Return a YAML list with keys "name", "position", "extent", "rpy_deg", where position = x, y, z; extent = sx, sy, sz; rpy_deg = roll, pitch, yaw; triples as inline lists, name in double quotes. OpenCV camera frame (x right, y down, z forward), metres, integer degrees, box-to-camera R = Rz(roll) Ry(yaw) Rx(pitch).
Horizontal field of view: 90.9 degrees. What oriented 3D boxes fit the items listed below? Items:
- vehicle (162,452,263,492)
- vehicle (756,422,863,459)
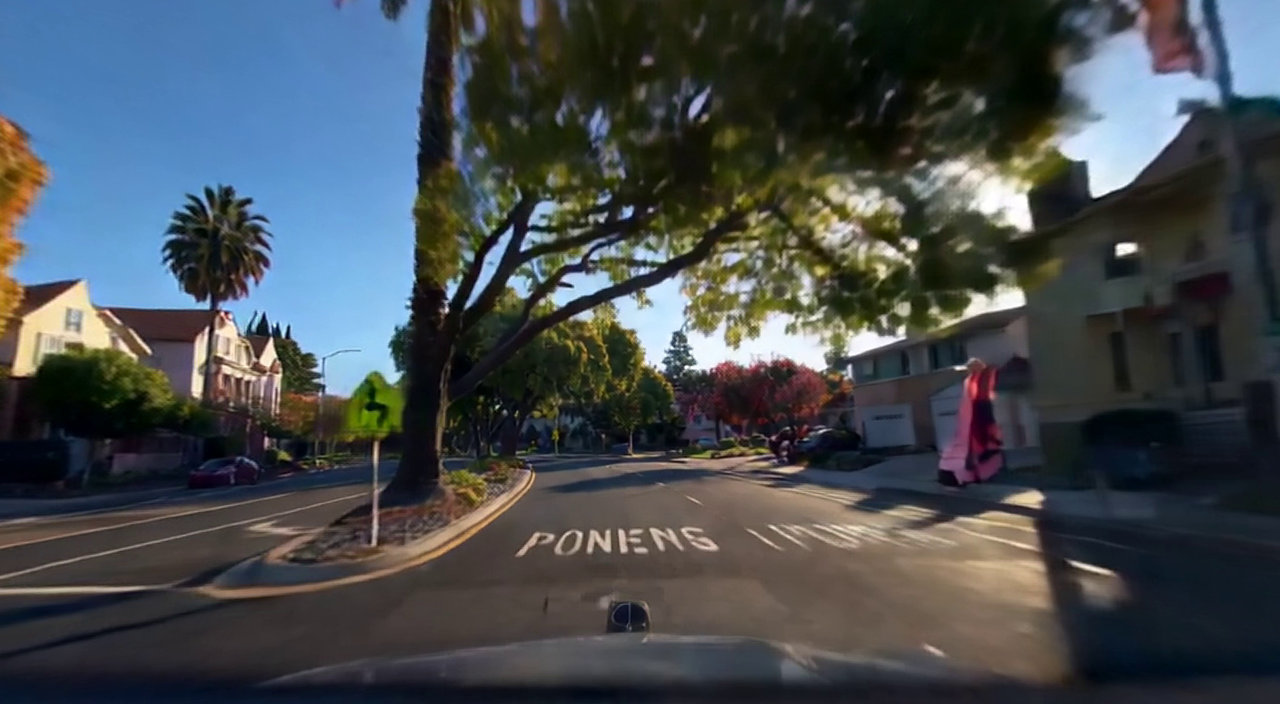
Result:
- name: "vehicle"
  position: [-18.451, 5.167, 27.472]
  extent: [1.941, 1.470, 4.384]
  rpy_deg: [0, -8, -10]
- name: "vehicle"
  position: [10.263, 5.464, 38.570]
  extent: [6.051, 2.092, 2.231]
  rpy_deg: [-2, -11, 12]
